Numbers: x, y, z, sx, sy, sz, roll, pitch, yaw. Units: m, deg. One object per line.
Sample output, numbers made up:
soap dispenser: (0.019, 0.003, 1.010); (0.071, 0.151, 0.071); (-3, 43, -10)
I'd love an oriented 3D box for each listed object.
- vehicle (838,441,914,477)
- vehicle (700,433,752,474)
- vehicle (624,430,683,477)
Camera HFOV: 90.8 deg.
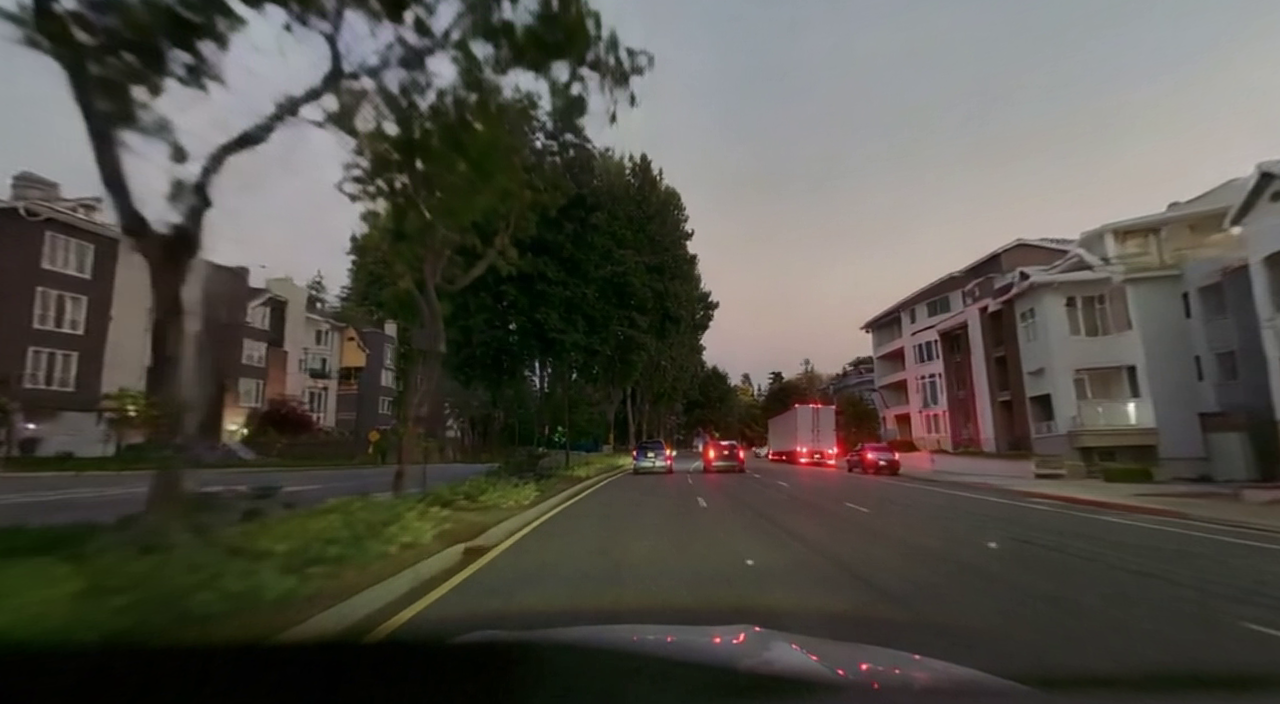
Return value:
vehicle: (10.914, 4.982, 29.608); (1.901, 1.496, 4.948); (0, -9, 3)
vehicle: (4.007, 4.837, 30.213); (2.033, 1.823, 4.409); (0, -9, 2)
vehicle: (0.677, 4.427, 27.725); (2.345, 1.841, 5.032); (0, -9, 3)
